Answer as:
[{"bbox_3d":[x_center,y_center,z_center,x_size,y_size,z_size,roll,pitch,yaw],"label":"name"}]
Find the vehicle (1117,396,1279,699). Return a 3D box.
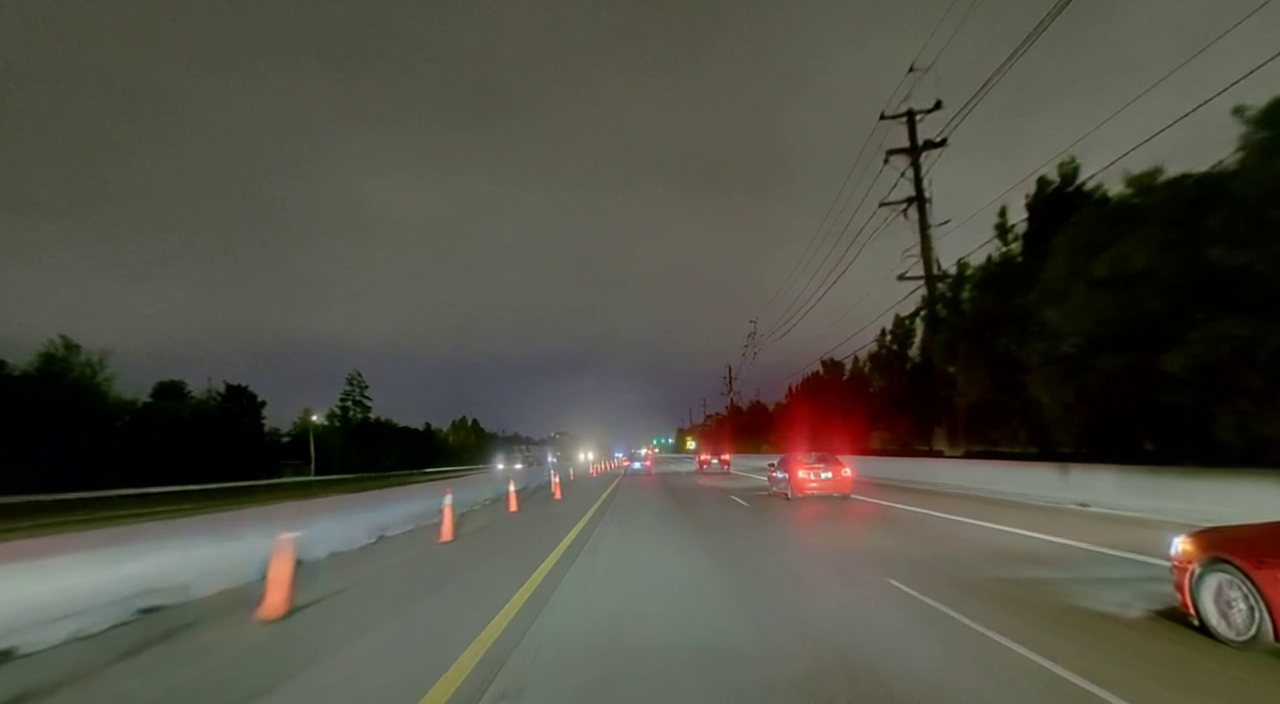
[{"bbox_3d":[4.331,0.837,2.054,1.997,1.568,4.529,0,-8,0],"label":"vehicle"}]

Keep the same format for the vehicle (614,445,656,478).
[{"bbox_3d":[-0.214,5.755,33.484,2.096,1.583,4.150,0,-8,1],"label":"vehicle"}]

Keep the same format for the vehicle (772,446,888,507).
[{"bbox_3d":[4.956,3.280,17.093,1.881,1.409,4.016,0,-8,0],"label":"vehicle"}]

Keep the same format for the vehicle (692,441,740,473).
[{"bbox_3d":[4.946,6.929,41.965,2.559,1.943,5.610,0,-8,1],"label":"vehicle"}]

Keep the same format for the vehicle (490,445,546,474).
[{"bbox_3d":[-7.604,6.738,39.862,2.308,1.694,4.945,-1,-8,2],"label":"vehicle"}]
